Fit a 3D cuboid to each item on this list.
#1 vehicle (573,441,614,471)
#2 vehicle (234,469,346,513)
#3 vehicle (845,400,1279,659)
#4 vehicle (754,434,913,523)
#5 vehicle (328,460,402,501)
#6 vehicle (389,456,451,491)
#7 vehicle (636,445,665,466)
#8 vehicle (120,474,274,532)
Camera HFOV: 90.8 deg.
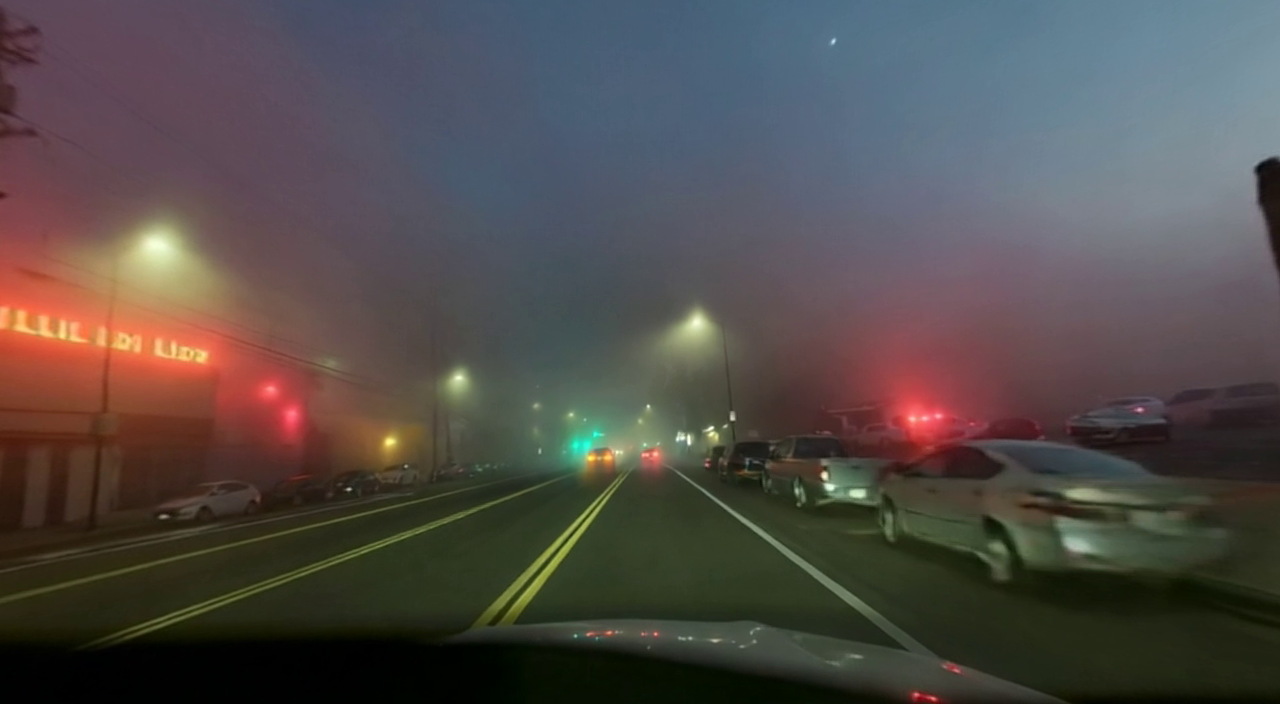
[{"bbox_3d":[-3.019,6.923,42.075,2.348,1.831,4.737,-1,-9,1],"label":"vehicle"},{"bbox_3d":[-15.174,6.040,27.796,2.076,1.518,4.981,-2,-9,0],"label":"vehicle"},{"bbox_3d":[3.907,1.424,6.249,2.042,1.487,5.033,0,-9,0],"label":"vehicle"},{"bbox_3d":[3.757,2.554,13.259,1.839,1.505,4.566,0,-9,-1],"label":"vehicle"},{"bbox_3d":[-15.010,7.006,34.745,2.020,1.695,4.629,-8,-8,-2],"label":"vehicle"},{"bbox_3d":[-14.984,8.274,43.425,2.124,1.835,5.450,-8,-8,0],"label":"vehicle"},{"bbox_3d":[0.737,7.939,48.570,2.099,1.470,4.270,-1,-9,0],"label":"vehicle"},{"bbox_3d":[-15.120,5.142,21.997,1.883,1.493,4.880,-2,-9,0],"label":"vehicle"}]
